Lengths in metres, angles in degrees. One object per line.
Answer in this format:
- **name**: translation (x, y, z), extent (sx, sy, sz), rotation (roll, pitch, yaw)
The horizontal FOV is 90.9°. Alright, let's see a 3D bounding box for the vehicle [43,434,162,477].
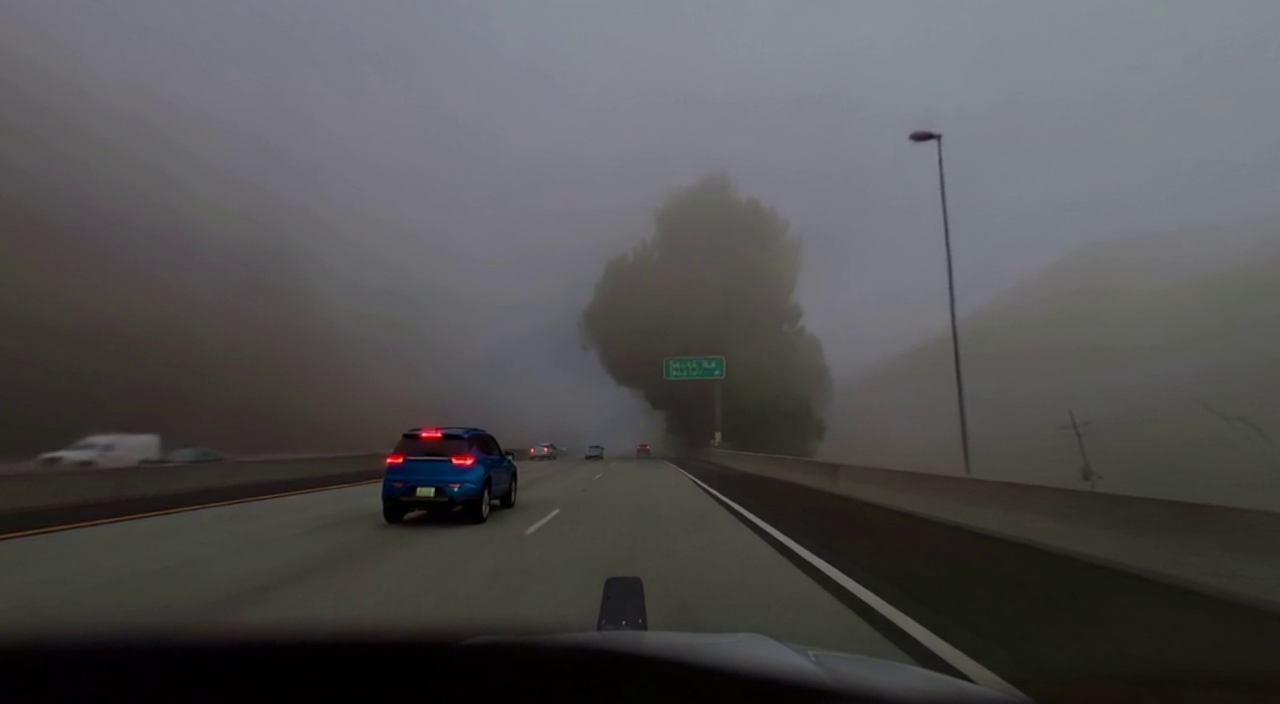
- **vehicle**: translation (-31.968, 6.151, 37.822), extent (2.229, 2.393, 5.408), rotation (0, -8, 1)

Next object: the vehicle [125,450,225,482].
- **vehicle**: translation (-24.345, 5.935, 33.230), extent (1.790, 1.492, 4.509), rotation (0, -8, 0)

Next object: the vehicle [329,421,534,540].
- **vehicle**: translation (-3.411, 2.194, 11.448), extent (2.138, 1.718, 4.415), rotation (0, -8, 1)
